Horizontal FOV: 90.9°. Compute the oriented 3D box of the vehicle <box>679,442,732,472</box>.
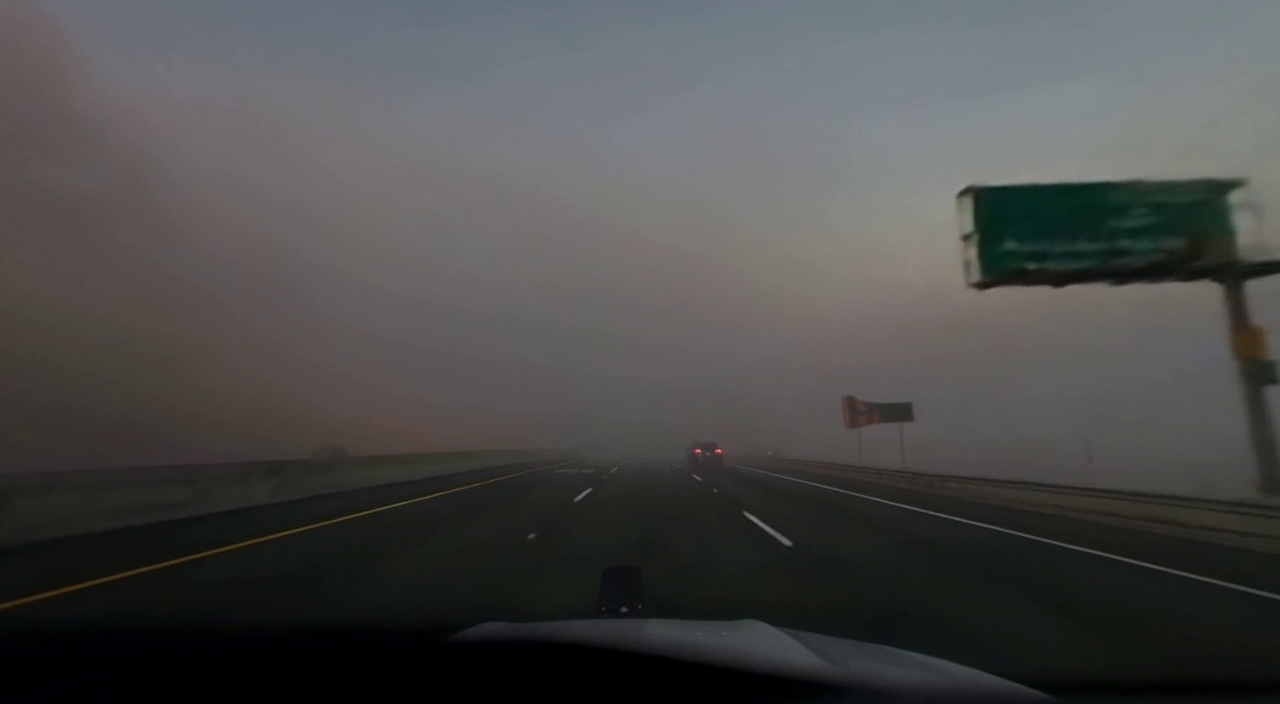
[{"bbox_3d":[3.345,5.463,33.028,2.193,1.462,4.533,0,-8,-1],"label":"vehicle"}]

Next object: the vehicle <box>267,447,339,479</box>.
[{"bbox_3d":[-21.435,7.055,40.364,1.997,1.864,4.728,0,-8,0],"label":"vehicle"}]
